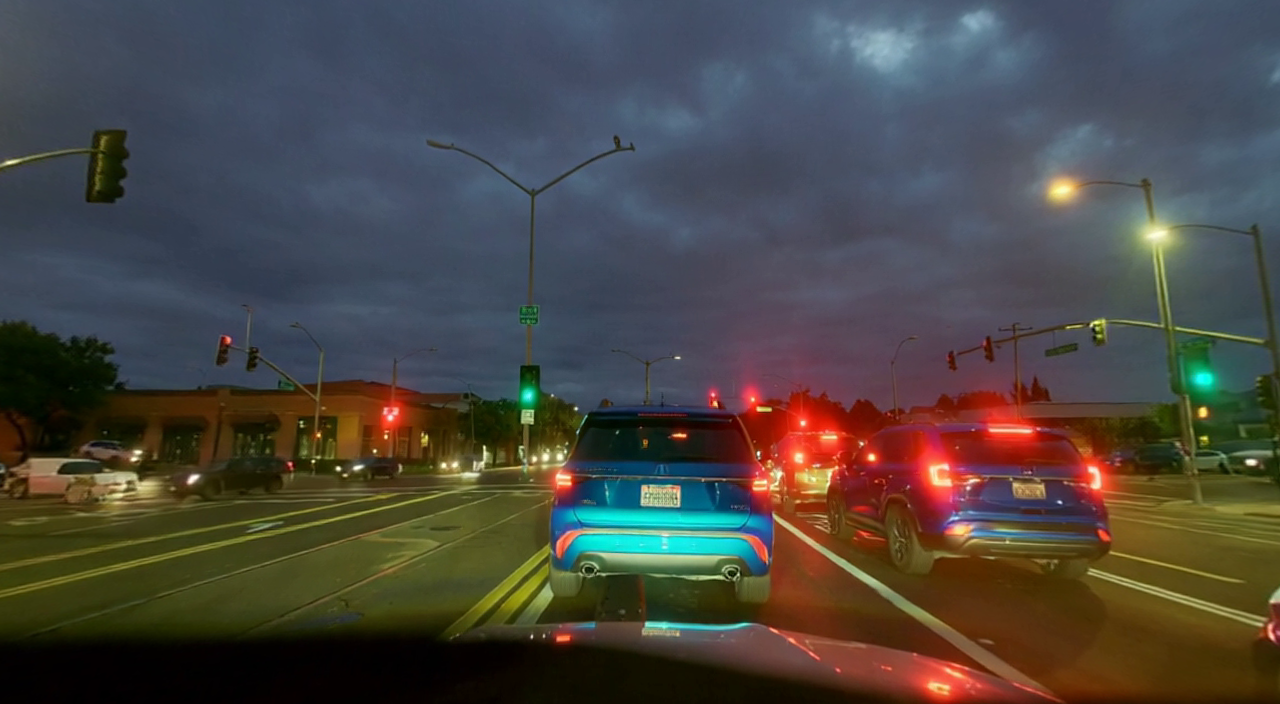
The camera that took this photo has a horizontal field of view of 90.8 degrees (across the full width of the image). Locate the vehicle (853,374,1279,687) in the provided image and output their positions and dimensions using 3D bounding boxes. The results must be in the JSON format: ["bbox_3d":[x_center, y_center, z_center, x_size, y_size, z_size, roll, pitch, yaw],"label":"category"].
[{"bbox_3d":[3.606,1.287,5.656,2.018,1.701,4.288,0,-9,2],"label":"vehicle"}]

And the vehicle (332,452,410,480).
[{"bbox_3d":[-18.492,7.816,43.727,2.089,1.739,4.744,-4,-9,24],"label":"vehicle"}]

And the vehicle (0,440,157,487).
[{"bbox_3d":[-24.571,4.836,27.549,5.062,1.946,2.243,0,-9,-1],"label":"vehicle"}]

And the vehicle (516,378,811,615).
[{"bbox_3d":[0.228,1.458,7.216,2.292,1.840,4.394,0,-9,1],"label":"vehicle"}]

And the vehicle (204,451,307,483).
[{"bbox_3d":[-24.433,7.310,40.352,5.156,1.849,2.044,2,-9,-16],"label":"vehicle"}]
